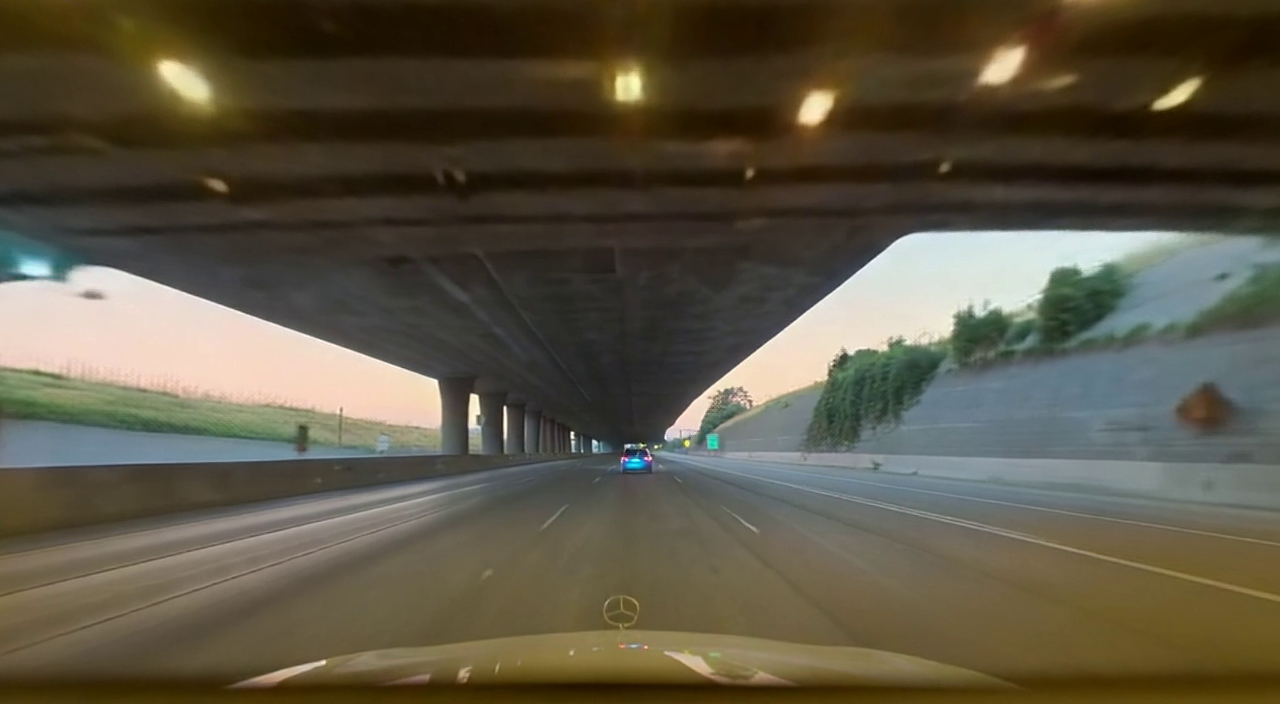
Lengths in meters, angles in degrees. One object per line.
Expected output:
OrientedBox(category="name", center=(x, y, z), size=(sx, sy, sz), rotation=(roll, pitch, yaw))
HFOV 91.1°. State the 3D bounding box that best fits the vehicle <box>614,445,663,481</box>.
OrientedBox(category="vehicle", center=(-0.126, 5.037, 28.874), size=(2.055, 1.501, 4.321), rotation=(0, -9, -2))
